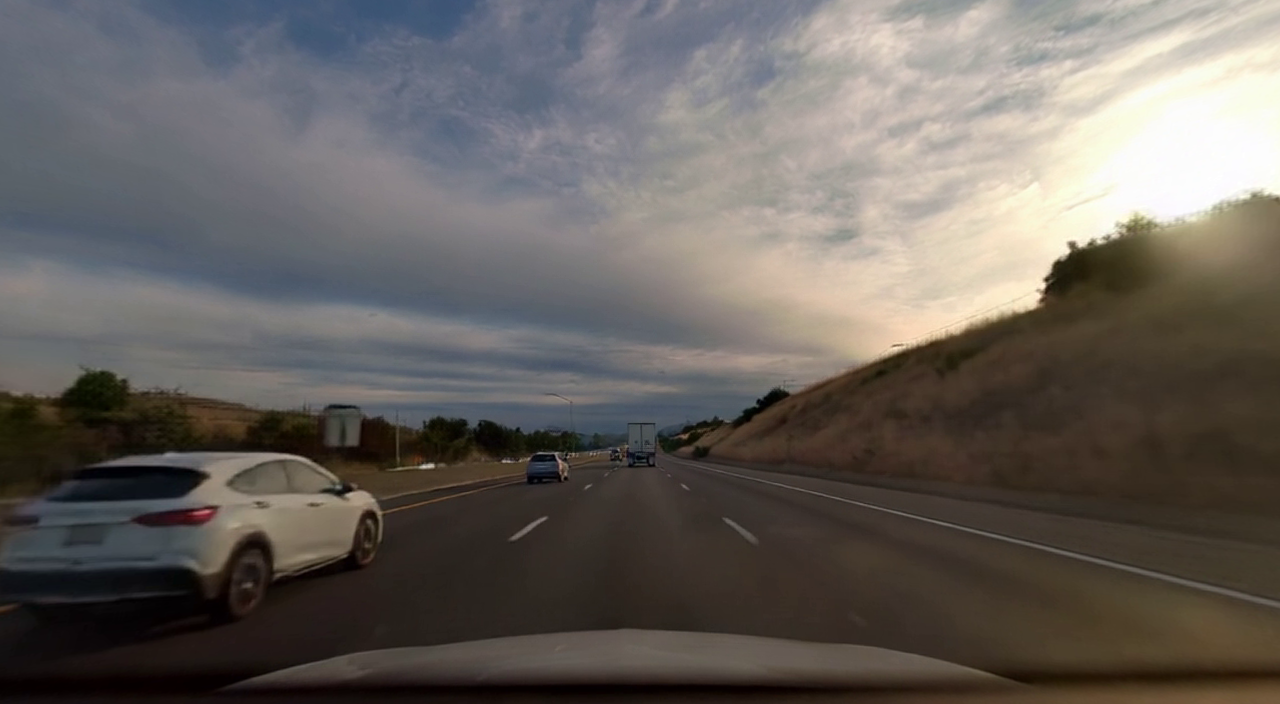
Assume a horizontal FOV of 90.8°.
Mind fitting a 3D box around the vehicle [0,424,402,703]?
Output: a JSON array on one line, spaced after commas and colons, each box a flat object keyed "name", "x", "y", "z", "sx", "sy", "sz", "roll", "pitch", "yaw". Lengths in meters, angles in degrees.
[{"name": "vehicle", "x": -3.834, "y": 1.398, "z": 4.897, "sx": 2.053, "sy": 1.489, "sz": 4.740, "roll": 0, "pitch": -9, "yaw": 1}]

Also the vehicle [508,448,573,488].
[{"name": "vehicle", "x": -4.090, "y": 4.864, "z": 26.697, "sx": 2.051, "sy": 1.537, "sz": 4.111, "roll": 0, "pitch": -9, "yaw": 0}]
